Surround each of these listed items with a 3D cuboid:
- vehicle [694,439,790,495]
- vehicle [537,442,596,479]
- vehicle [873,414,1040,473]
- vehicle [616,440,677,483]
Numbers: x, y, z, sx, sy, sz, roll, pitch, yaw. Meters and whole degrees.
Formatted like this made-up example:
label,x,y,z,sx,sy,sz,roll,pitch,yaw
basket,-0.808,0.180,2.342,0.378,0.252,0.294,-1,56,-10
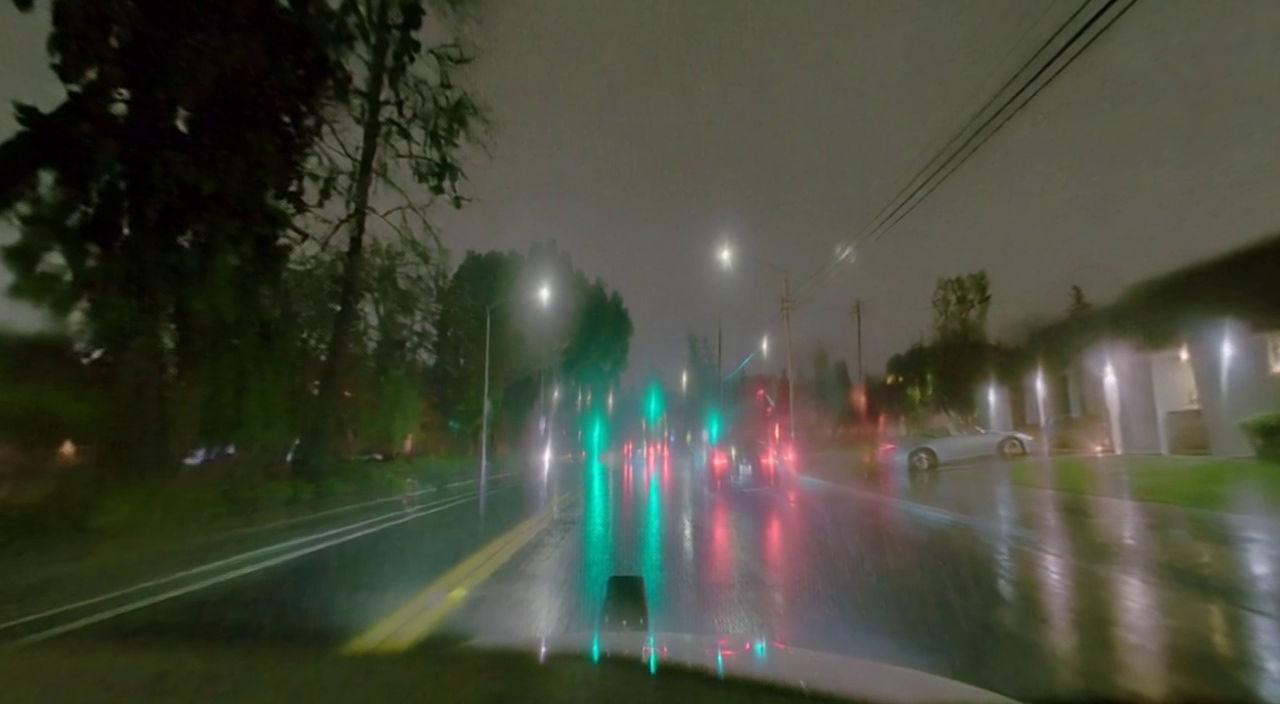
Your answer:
label,x,y,z,sx,sy,sz,roll,pitch,yaw
vehicle,2.964,3.455,19.401,2.158,1.483,4.415,0,-8,-1
vehicle,-3.152,4.766,28.012,2.012,1.505,4.205,0,-8,2
vehicle,13.830,4.025,27.855,5.929,1.970,2.381,-5,-8,-2
vehicle,0.209,4.062,23.744,2.101,1.467,4.210,0,-8,0
